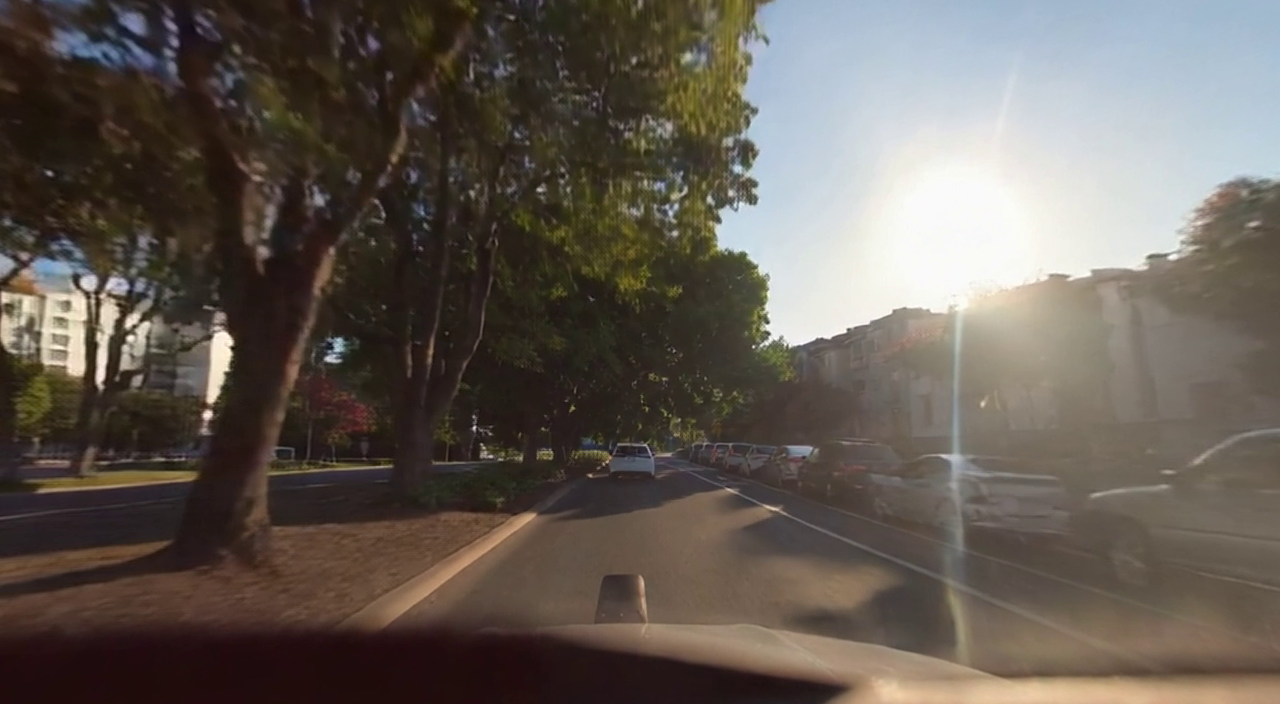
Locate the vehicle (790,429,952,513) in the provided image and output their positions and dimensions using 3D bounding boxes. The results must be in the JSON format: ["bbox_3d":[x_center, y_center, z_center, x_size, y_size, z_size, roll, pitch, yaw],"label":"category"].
[{"bbox_3d":[5.674,2.986,16.381,2.233,1.811,4.922,0,-8,-1],"label":"vehicle"}]

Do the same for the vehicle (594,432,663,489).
[{"bbox_3d":[-0.388,3.555,20.961,2.070,1.698,3.925,0,-8,-1],"label":"vehicle"}]

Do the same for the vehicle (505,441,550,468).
[{"bbox_3d":[-6.556,6.004,37.163,2.105,1.474,4.808,1,-8,-4],"label":"vehicle"}]

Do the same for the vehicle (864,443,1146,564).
[{"bbox_3d":[5.348,2.222,10.078,2.005,1.499,4.108,0,-8,0],"label":"vehicle"}]

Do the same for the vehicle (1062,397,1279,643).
[{"bbox_3d":[5.890,1.263,4.672,1.994,1.853,4.924,0,-8,-2],"label":"vehicle"}]
